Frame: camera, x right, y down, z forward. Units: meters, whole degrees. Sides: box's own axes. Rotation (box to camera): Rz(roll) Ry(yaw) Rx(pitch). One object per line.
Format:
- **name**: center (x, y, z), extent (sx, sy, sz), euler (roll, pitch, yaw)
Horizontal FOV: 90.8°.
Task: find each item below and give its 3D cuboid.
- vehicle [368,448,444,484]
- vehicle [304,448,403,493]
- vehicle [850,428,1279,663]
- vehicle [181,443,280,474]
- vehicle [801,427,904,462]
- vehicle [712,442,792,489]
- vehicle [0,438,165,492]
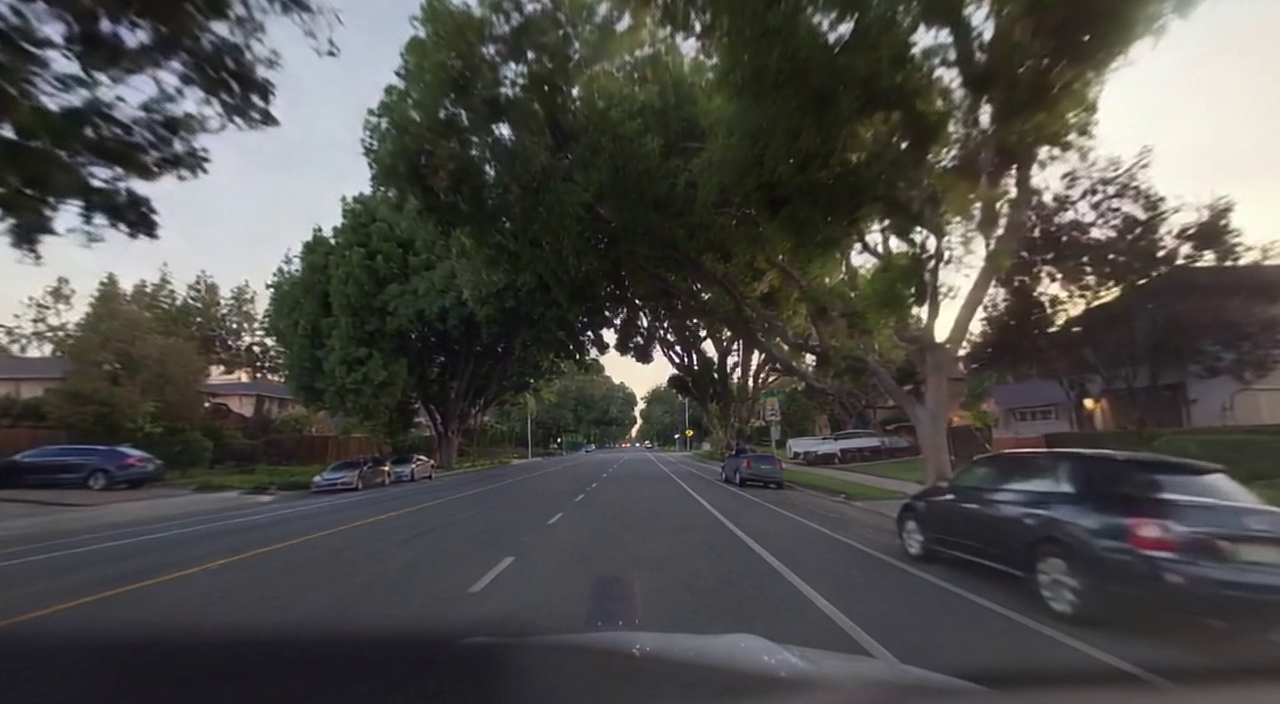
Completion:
- **vehicle**: center (-11.015, 5.354, 30.119), extent (1.883, 1.565, 4.696), euler (0, -9, -1)
- **vehicle**: center (-11.021, 4.552, 24.674), extent (1.895, 1.551, 4.229), euler (0, -9, 0)
- **vehicle**: center (4.081, 1.609, 6.509), extent (1.997, 1.510, 4.555), euler (0, -9, -4)
- **vehicle**: center (-23.892, 6.205, 37.015), extent (4.304, 1.755, 2.047), euler (0, -9, -1)
- **vehicle**: center (12.687, 5.546, 37.983), extent (5.279, 2.003, 2.233), euler (0, -9, -2)
- **vehicle**: center (3.887, 4.020, 22.799), extent (2.002, 1.493, 4.652), euler (0, -9, -1)
- **vehicle**: center (-20.033, 3.903, 22.001), extent (5.216, 1.780, 2.045), euler (0, -9, -1)
